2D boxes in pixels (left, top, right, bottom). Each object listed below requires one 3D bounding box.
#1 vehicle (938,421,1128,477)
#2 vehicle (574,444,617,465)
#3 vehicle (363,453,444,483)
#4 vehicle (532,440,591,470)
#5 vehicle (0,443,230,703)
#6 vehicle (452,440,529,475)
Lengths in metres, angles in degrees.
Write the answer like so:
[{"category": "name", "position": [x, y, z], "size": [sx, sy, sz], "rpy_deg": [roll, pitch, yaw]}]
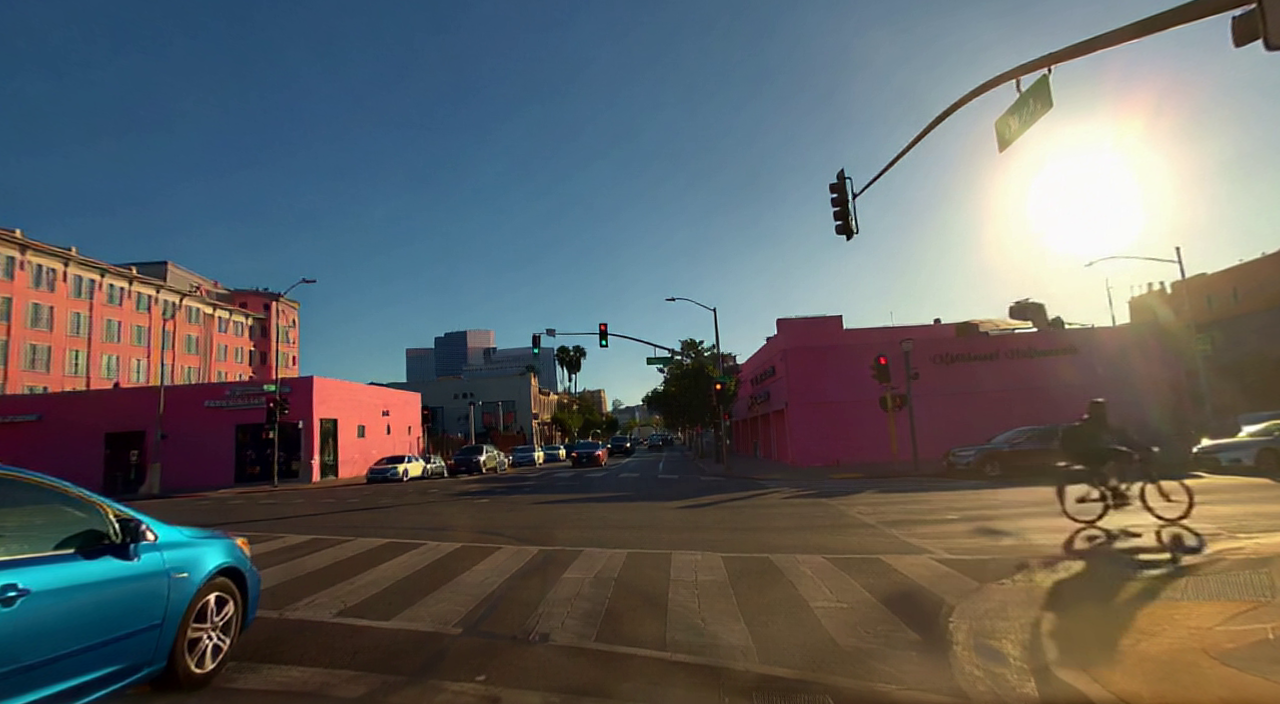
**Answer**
[{"category": "vehicle", "position": [11.569, 2.889, 18.801], "size": [4.355, 1.546, 1.820], "rpy_deg": [-1, -9, 6]}, {"category": "vehicle", "position": [-3.048, 7.171, 44.067], "size": [1.743, 1.362, 4.350], "rpy_deg": [-2, -9, 14]}, {"category": "vehicle", "position": [-12.593, 6.171, 33.880], "size": [1.976, 1.425, 4.567], "rpy_deg": [-1, -9, 9]}, {"category": "vehicle", "position": [-4.500, 5.988, 36.863], "size": [1.928, 1.647, 4.575], "rpy_deg": [-2, -9, 13]}, {"category": "vehicle", "position": [-3.721, 0.978, 2.151], "size": [1.759, 1.325, 4.295], "rpy_deg": [0, -9, 0]}, {"category": "vehicle", "position": [-8.407, 5.978, 36.071], "size": [2.152, 1.825, 5.406], "rpy_deg": [-2, -9, 12]}]
